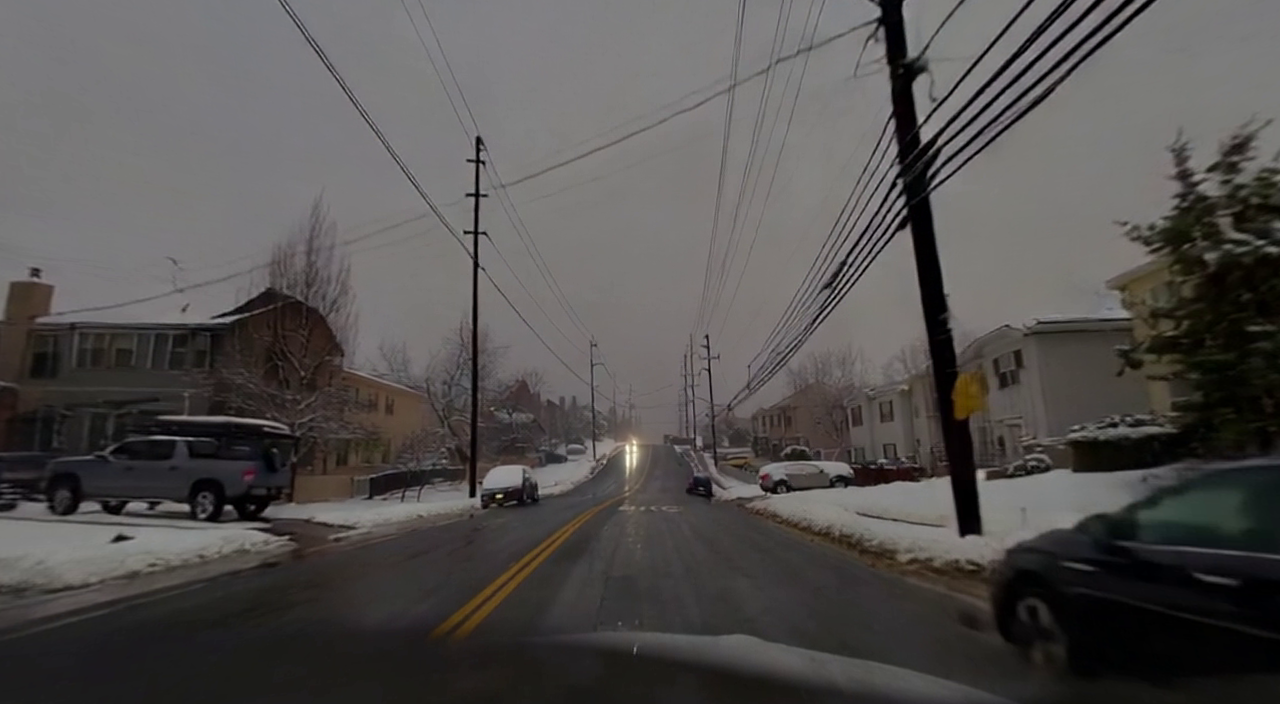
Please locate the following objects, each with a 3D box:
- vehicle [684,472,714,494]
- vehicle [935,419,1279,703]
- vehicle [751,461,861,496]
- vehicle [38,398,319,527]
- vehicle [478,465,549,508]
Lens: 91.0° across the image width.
[{"bbox_3d":[4.365,9.892,47.268,2.063,1.503,4.415,-1,-13,4],"label":"vehicle"},{"bbox_3d":[3.162,1.023,2.286,1.945,1.500,4.363,1,-10,-2],"label":"vehicle"},{"bbox_3d":[9.100,6.982,34.849,5.512,1.846,2.115,0,-9,2],"label":"vehicle"},{"bbox_3d":[-12.305,3.102,17.254,5.503,2.906,2.584,-4,-15,1],"label":"vehicle"},{"bbox_3d":[-5.830,6.330,29.629,2.156,1.764,4.410,-3,-12,4],"label":"vehicle"}]
